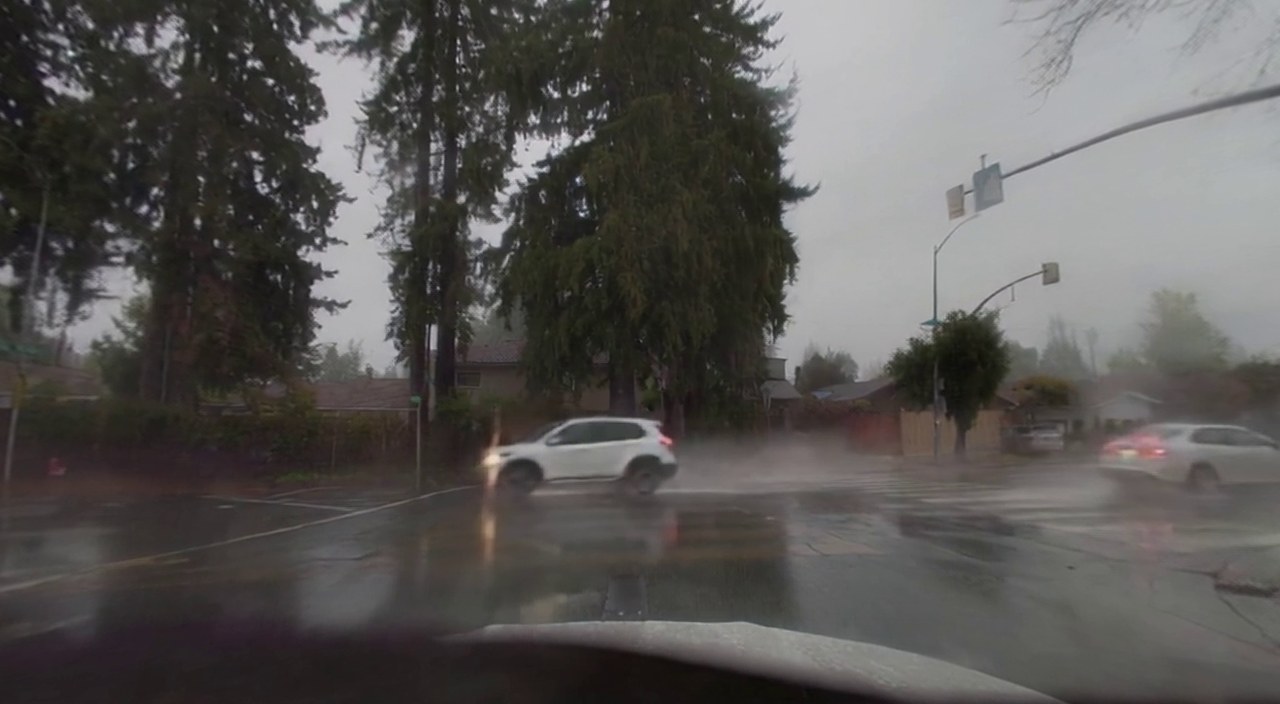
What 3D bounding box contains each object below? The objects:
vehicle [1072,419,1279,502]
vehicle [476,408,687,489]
[{"bbox_3d":[11.170,2.067,12.299,4.517,1.419,1.836,2,-9,-12],"label":"vehicle"},{"bbox_3d":[-1.503,2.402,15.893,4.882,1.783,2.093,3,-9,-18],"label":"vehicle"}]
